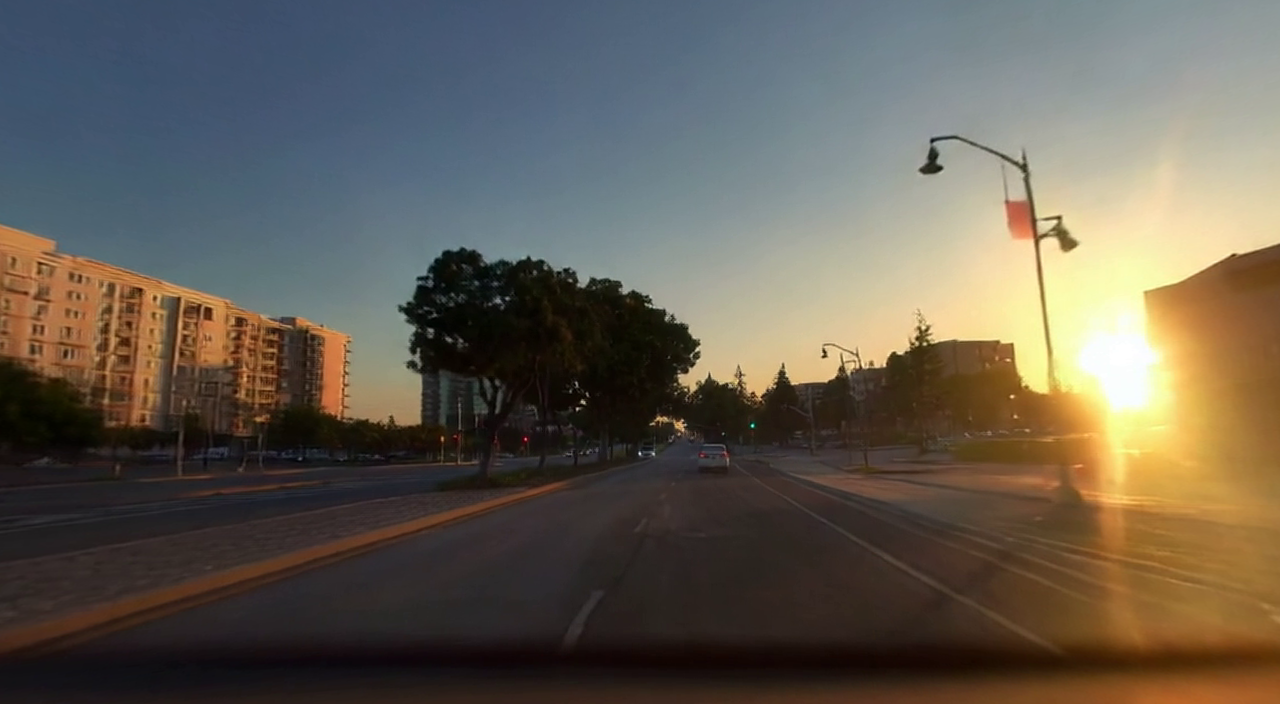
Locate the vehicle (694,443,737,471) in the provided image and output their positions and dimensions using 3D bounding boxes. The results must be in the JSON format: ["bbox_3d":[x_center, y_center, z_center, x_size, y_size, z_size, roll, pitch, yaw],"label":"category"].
[{"bbox_3d":[4.231,5.956,36.081,2.133,1.481,4.276,-1,-9,4],"label":"vehicle"}]
